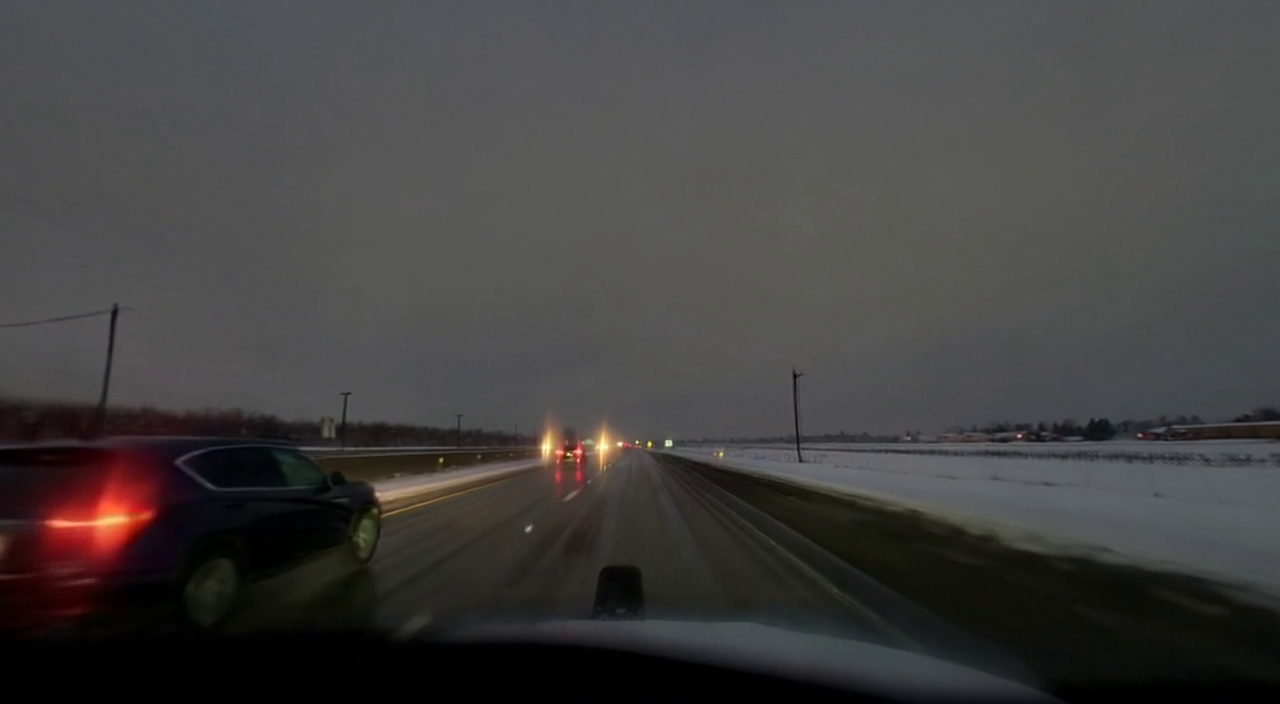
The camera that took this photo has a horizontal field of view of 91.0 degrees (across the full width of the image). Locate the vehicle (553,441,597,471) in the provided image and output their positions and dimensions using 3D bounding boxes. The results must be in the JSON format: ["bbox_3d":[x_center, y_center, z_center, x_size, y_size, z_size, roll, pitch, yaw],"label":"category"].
[{"bbox_3d":[-3.833,6.202,37.740,2.133,1.683,4.340,0,-9,0],"label":"vehicle"}]

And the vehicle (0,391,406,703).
[{"bbox_3d":[-3.798,1.272,4.984,2.195,1.573,4.176,0,-9,1],"label":"vehicle"}]
